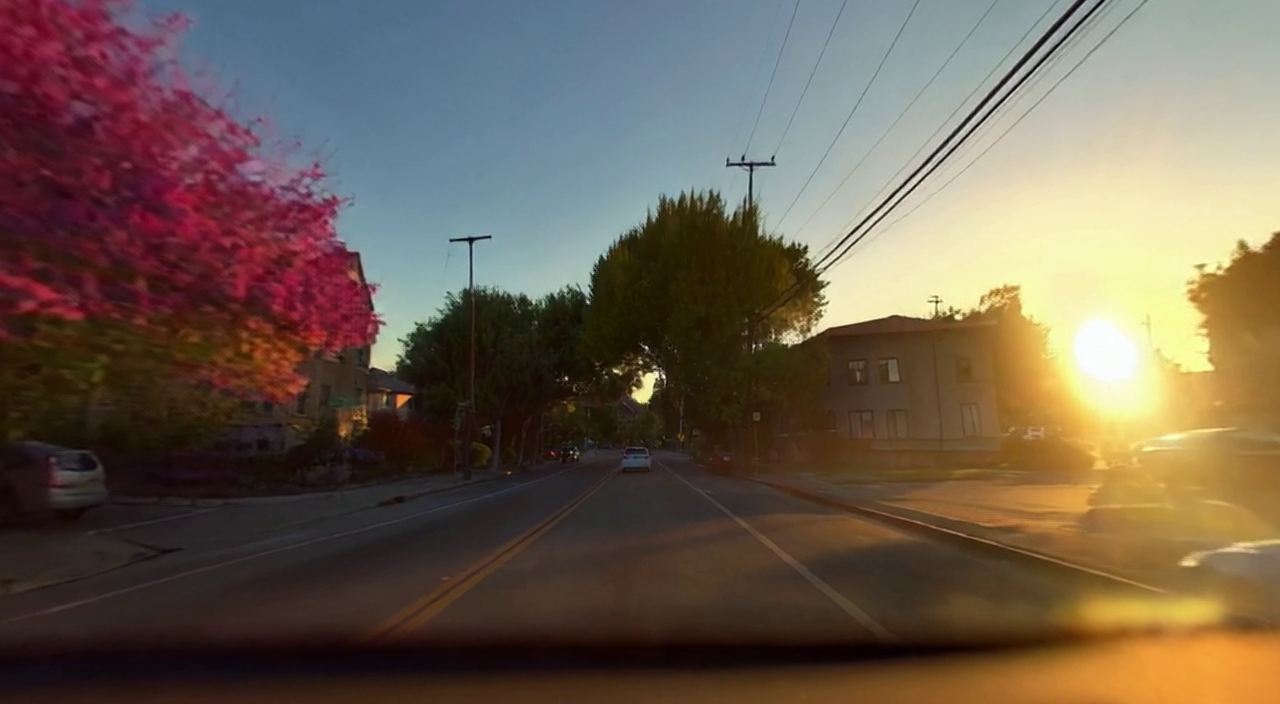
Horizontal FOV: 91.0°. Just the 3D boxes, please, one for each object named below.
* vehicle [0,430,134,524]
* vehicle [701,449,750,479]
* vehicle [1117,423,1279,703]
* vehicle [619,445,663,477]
[{"bbox_3d":[-15.636,2.952,14.329,6.278,1.911,2.173,-3,-10,0],"label":"vehicle"},{"bbox_3d":[4.620,6.133,34.766,1.977,1.481,5.155,0,-9,0],"label":"vehicle"},{"bbox_3d":[4.056,0.951,1.899,1.899,1.547,4.259,0,-9,1],"label":"vehicle"},{"bbox_3d":[0.027,5.518,32.101,2.104,1.500,3.815,0,-9,0],"label":"vehicle"}]
